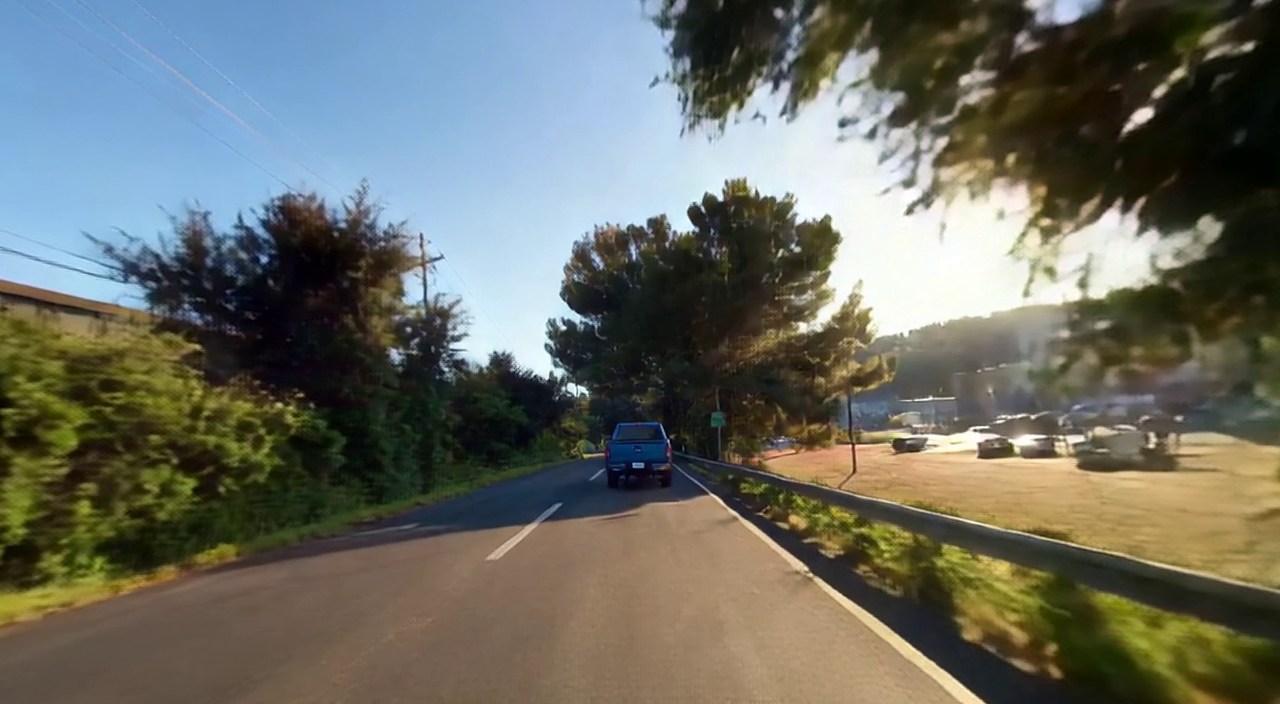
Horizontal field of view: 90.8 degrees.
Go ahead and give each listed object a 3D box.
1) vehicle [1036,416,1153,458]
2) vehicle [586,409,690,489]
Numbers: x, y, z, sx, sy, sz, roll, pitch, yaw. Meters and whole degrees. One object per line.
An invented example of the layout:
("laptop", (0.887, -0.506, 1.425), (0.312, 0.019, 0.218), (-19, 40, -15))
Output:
("vehicle", (33.692, 6.372, 47.142), (2.581, 2.932, 6.340), (4, -9, -27))
("vehicle", (-0.105, 3.383, 22.184), (3.021, 2.326, 7.410), (0, -9, -1))
